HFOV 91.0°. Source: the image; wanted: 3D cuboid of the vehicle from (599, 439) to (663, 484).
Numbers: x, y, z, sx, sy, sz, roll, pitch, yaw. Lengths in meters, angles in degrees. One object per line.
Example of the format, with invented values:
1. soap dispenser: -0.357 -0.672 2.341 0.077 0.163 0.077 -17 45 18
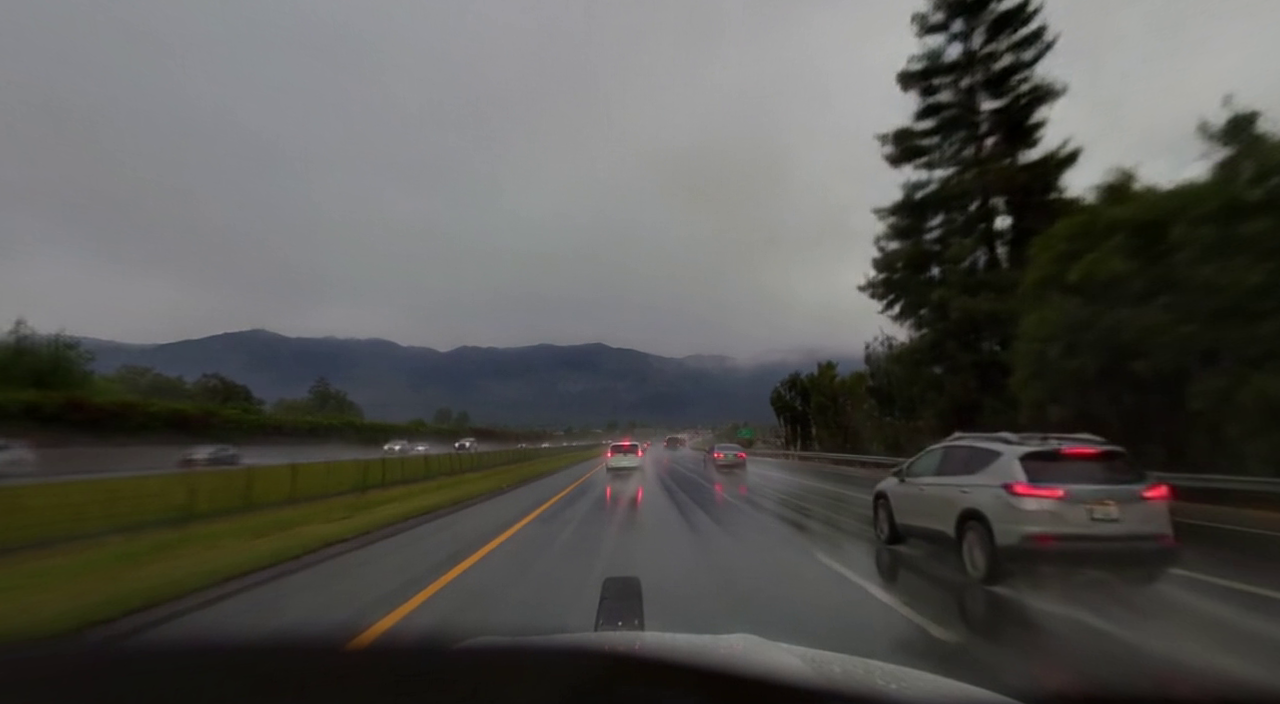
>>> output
1. vehicle: -0.329 3.877 22.624 2.085 1.449 3.860 0 -9 -1

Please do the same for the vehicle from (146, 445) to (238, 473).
1. vehicle: -24.499 5.849 34.640 1.799 1.459 4.427 0 -9 0

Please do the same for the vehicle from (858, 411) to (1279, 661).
1. vehicle: 3.860 1.429 6.009 1.949 1.493 4.272 0 -8 -1

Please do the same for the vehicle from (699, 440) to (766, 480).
1. vehicle: 3.576 4.273 25.191 1.957 1.447 4.241 0 -8 -1
